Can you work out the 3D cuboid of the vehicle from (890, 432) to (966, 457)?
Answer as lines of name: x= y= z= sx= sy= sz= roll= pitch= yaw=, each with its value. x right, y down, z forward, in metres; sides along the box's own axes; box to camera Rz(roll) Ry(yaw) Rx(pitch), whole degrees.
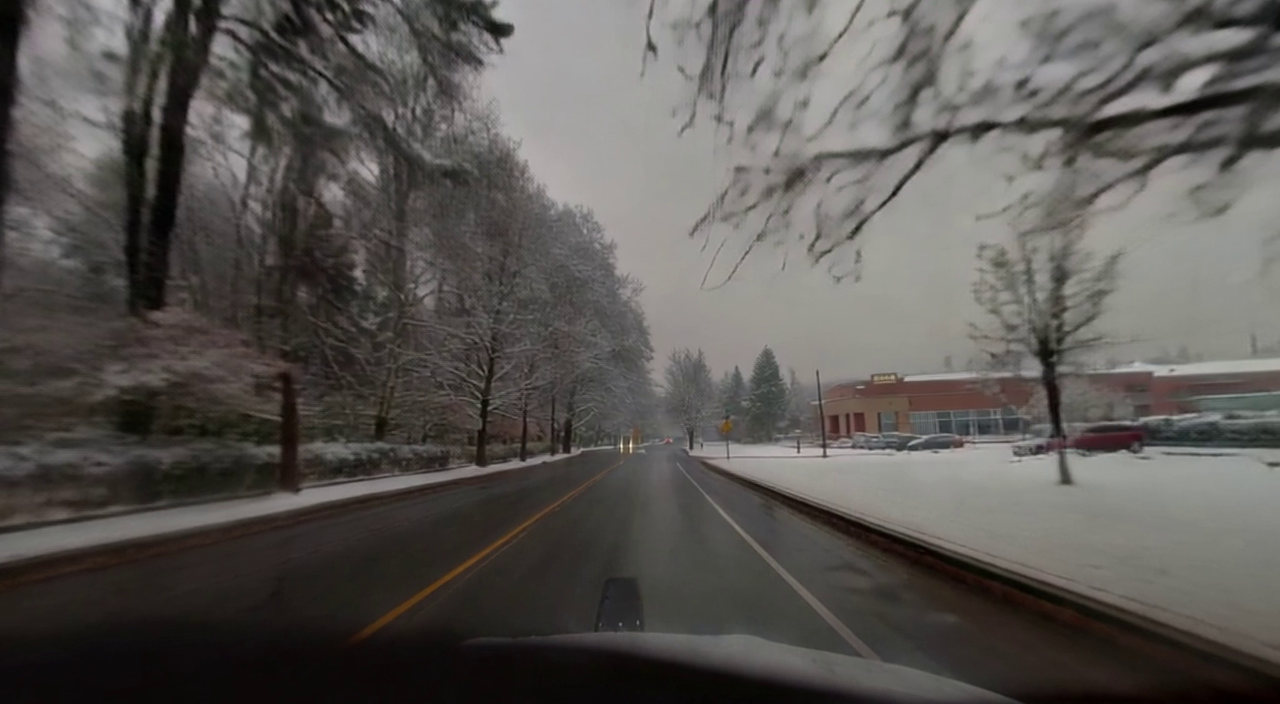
vehicle: x=19.110 y=6.138 z=42.046 sx=4.134 sy=1.580 sz=1.952 roll=1 pitch=-8 yaw=-10

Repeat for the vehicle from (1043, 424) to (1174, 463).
vehicle: x=20.757 y=4.049 z=28.121 sx=4.293 sy=1.473 sz=1.843 roll=-2 pitch=-6 yaw=2
